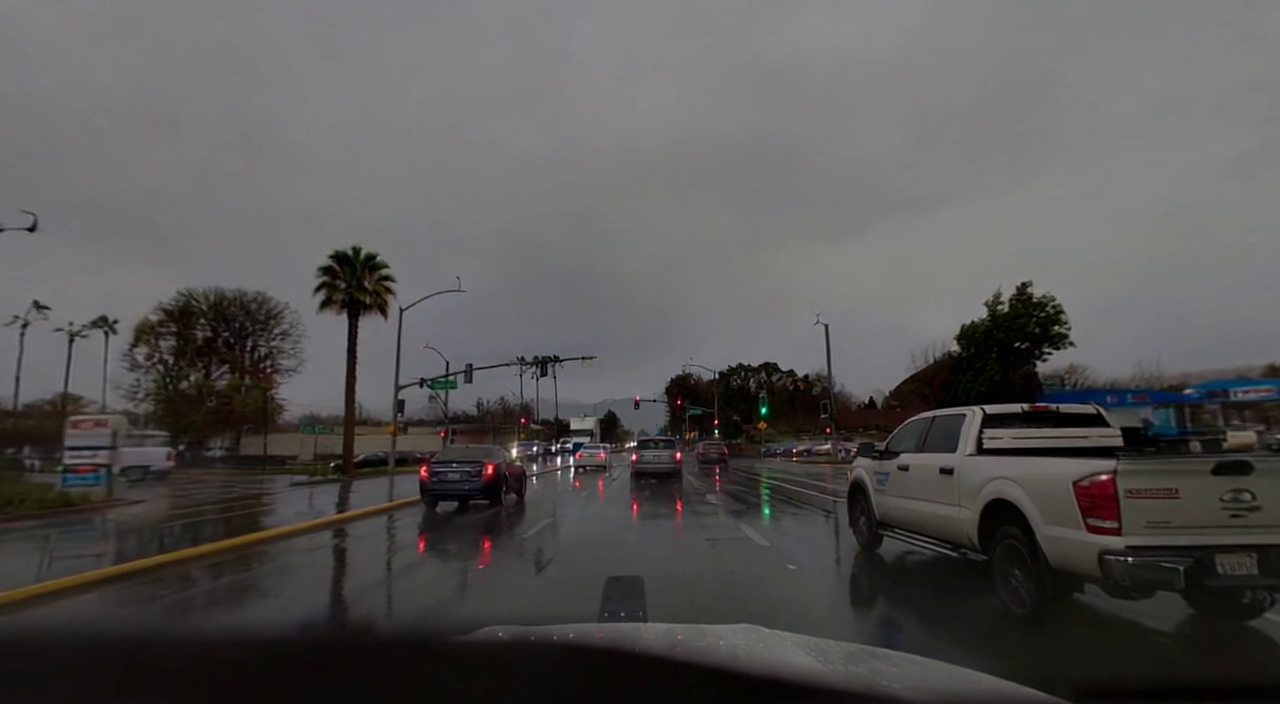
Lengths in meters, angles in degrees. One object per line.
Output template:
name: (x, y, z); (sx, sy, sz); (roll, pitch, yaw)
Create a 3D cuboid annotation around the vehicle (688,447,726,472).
vehicle: (4.045, 6.554, 38.479); (1.901, 1.401, 3.965); (0, -9, 0)

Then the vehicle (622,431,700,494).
vehicle: (0.663, 3.653, 21.223); (2.295, 1.835, 5.471); (0, -9, 1)

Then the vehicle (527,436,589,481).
vehicle: (-3.583, 4.739, 28.265); (2.071, 1.811, 4.605); (0, -8, 1)

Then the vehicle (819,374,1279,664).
vehicle: (3.794, 1.461, 6.801); (2.120, 1.828, 5.531); (0, -8, 0)

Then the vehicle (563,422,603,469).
vehicle: (-3.667, 6.199, 41.574); (2.393, 2.865, 5.466); (0, -8, -3)

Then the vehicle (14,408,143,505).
vehicle: (-18.424, 3.418, 20.617); (3.441, 2.870, 2.109); (-7, -10, 33)

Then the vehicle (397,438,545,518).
vehicle: (-3.575, 2.761, 14.354); (1.983, 1.502, 4.720); (0, -9, 1)
